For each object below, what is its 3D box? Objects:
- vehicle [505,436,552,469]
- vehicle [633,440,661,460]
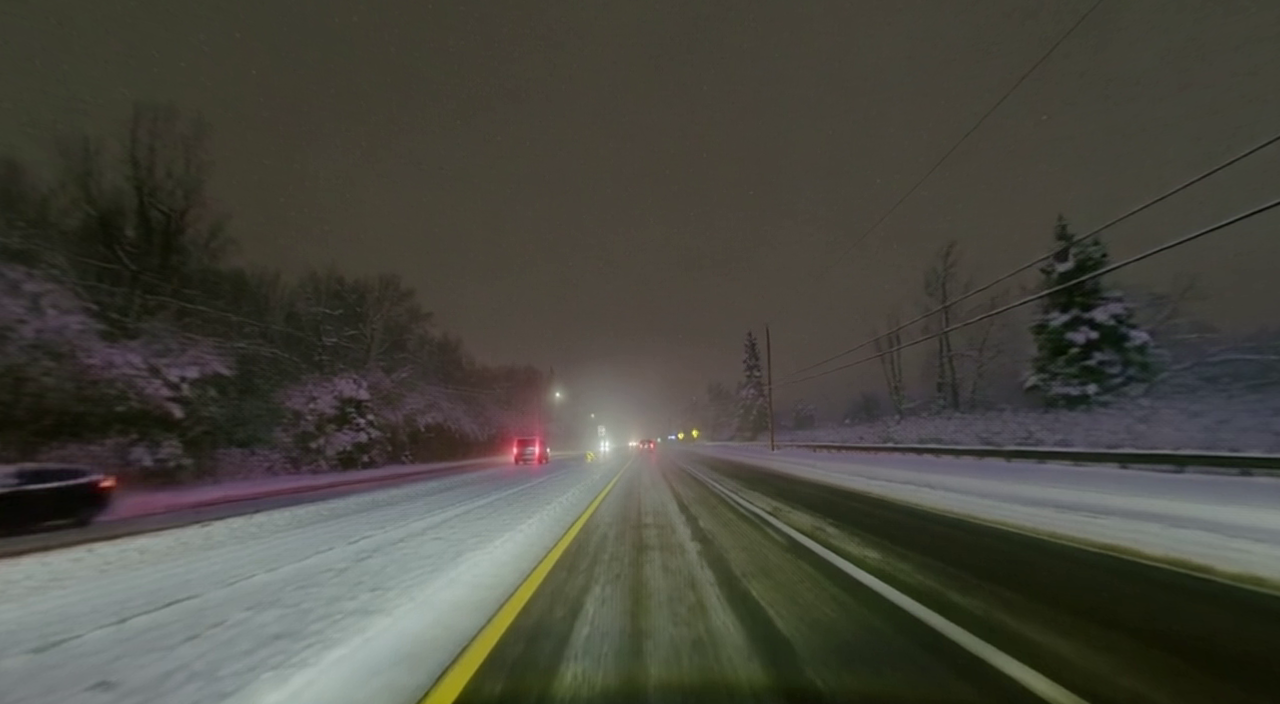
[{"bbox_3d":[-6.931,6.288,39.608,2.068,1.897,4.372,0,-8,2],"label":"vehicle"},{"bbox_3d":[0.511,7.608,49.072,2.061,1.469,3.782,0,-8,0],"label":"vehicle"}]
